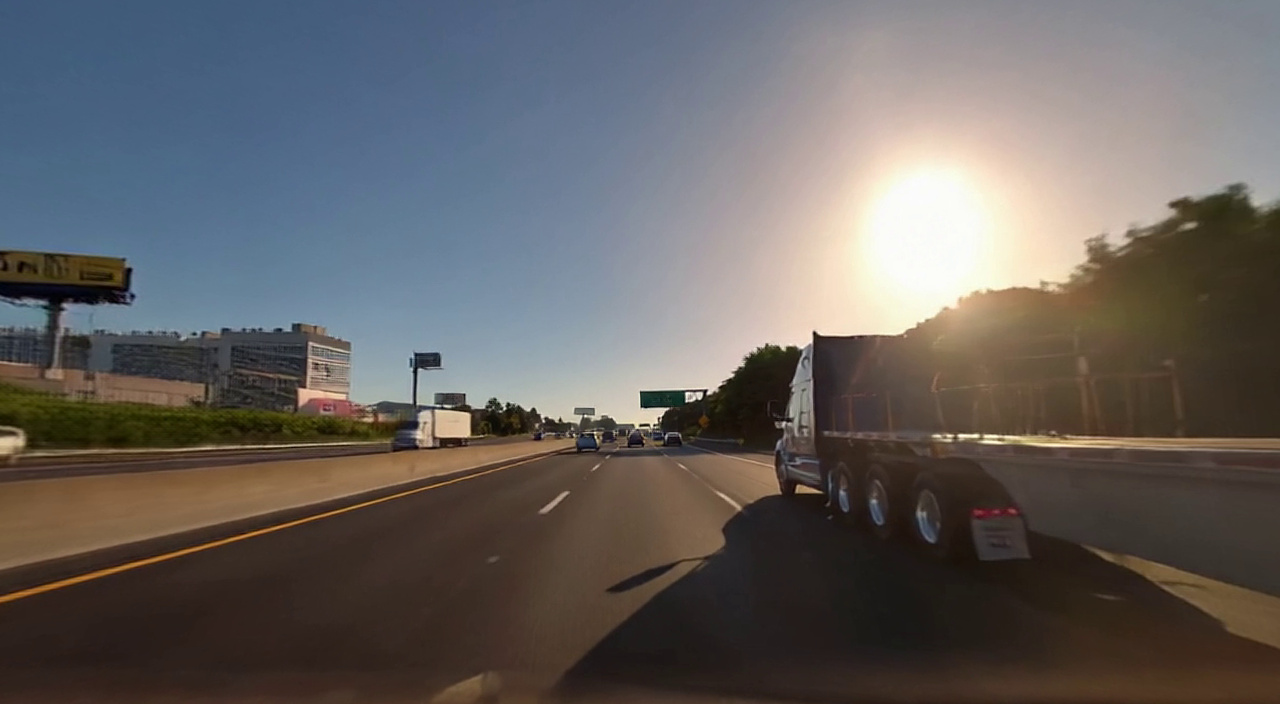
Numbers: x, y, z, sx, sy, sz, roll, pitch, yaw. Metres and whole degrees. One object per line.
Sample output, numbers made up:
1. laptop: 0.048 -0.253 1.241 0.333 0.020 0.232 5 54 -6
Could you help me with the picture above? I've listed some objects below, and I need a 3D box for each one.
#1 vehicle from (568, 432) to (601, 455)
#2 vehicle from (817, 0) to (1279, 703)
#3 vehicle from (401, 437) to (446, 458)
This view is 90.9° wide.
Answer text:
1. vehicle: -3.739 6.196 42.820 1.930 1.484 3.849 0 -8 -1
2. vehicle: 3.796 -0.247 2.133 2.871 3.815 11.331 0 -8 -1
3. vehicle: -15.736 6.944 46.088 1.861 1.460 3.997 0 -8 0
